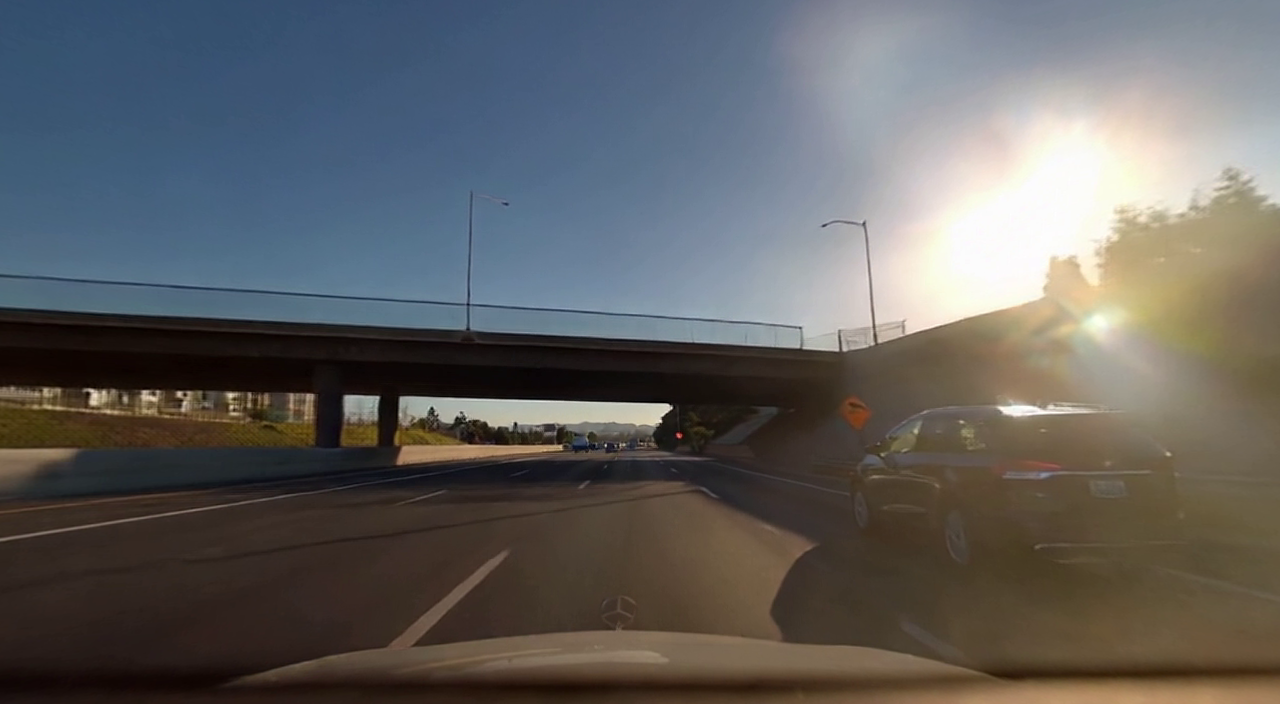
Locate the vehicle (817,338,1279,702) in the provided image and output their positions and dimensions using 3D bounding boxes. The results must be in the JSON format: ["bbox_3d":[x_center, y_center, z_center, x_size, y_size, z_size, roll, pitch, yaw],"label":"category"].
[{"bbox_3d":[3.481,1.176,5.655,2.212,1.753,5.064,0,-9,-1],"label":"vehicle"}]
